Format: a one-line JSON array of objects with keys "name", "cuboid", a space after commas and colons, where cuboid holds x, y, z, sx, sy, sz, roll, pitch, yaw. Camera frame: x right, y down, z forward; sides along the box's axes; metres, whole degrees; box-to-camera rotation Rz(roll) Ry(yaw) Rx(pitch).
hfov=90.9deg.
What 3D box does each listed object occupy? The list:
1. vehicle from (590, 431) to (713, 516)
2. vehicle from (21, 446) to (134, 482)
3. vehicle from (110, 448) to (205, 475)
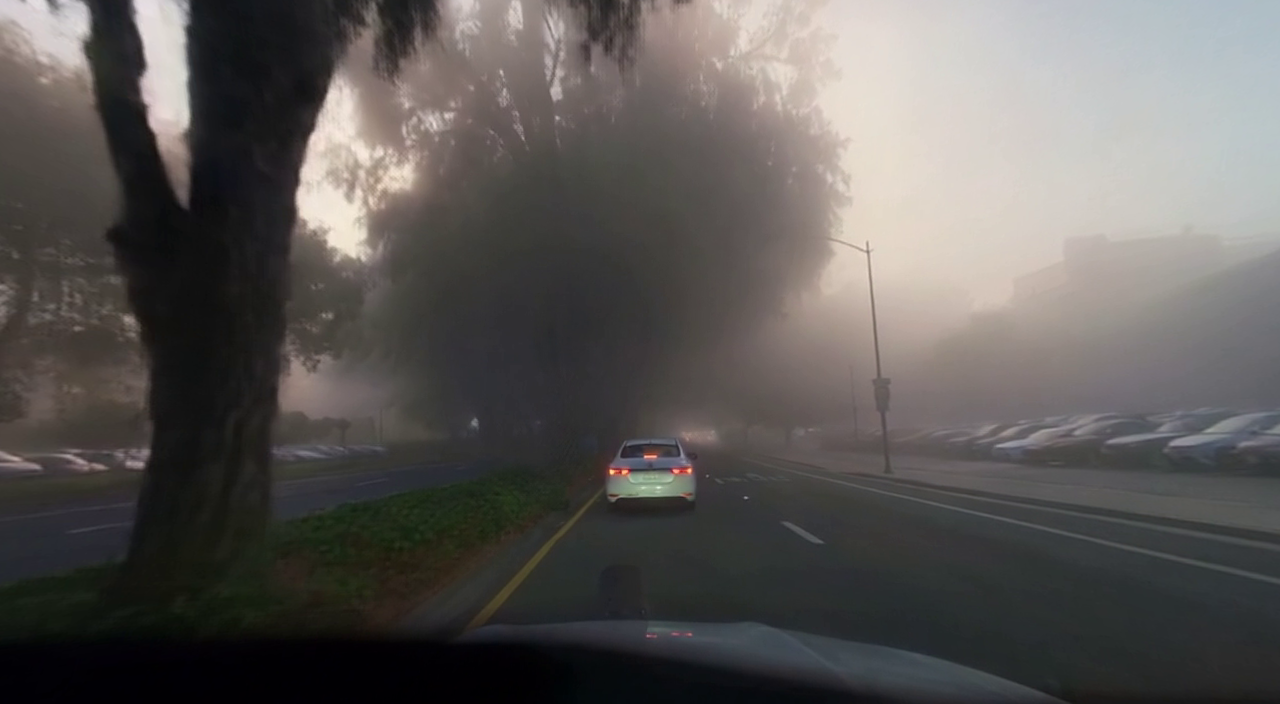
[{"name": "vehicle", "cuboid": [0.160, 2.381, 12.857, 2.093, 1.442, 3.977, 0, -8, -1]}, {"name": "vehicle", "cuboid": [-30.247, 6.021, 34.014, 4.266, 1.600, 1.877, -3, -8, -2]}, {"name": "vehicle", "cuboid": [-30.004, 6.802, 39.274, 4.342, 1.621, 1.967, -1, -8, 5]}]
